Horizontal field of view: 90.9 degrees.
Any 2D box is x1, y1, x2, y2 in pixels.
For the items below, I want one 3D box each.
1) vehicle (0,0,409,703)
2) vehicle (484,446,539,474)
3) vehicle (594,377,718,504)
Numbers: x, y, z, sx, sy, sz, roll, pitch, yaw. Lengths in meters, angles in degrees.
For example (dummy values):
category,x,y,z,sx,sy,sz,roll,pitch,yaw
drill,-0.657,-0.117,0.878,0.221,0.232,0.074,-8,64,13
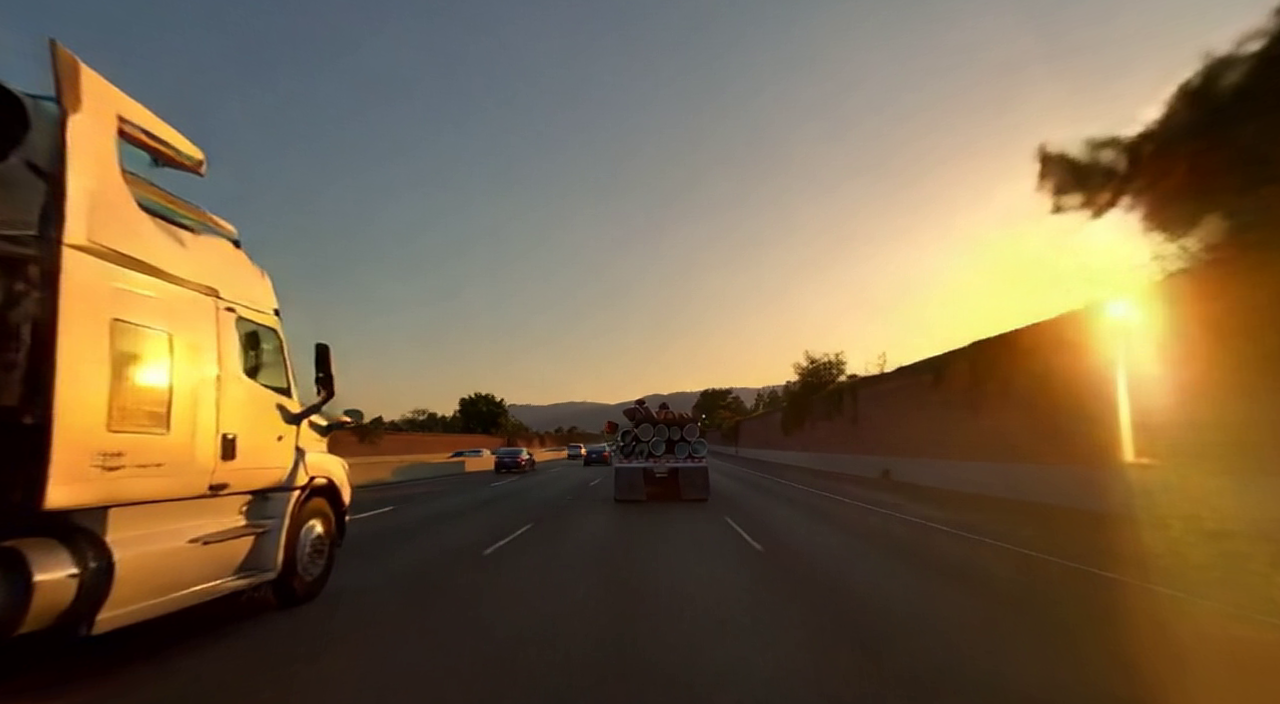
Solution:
category,x,y,z,sx,sy,sz,roll,pitch,yaw
vehicle,-4.143,0.062,3.896,2.998,3.992,5.800,0,-8,2
vehicle,-7.203,6.071,35.766,2.006,1.458,4.700,0,-8,2
vehicle,0.085,2.757,19.628,2.798,3.071,8.412,1,-8,-6
